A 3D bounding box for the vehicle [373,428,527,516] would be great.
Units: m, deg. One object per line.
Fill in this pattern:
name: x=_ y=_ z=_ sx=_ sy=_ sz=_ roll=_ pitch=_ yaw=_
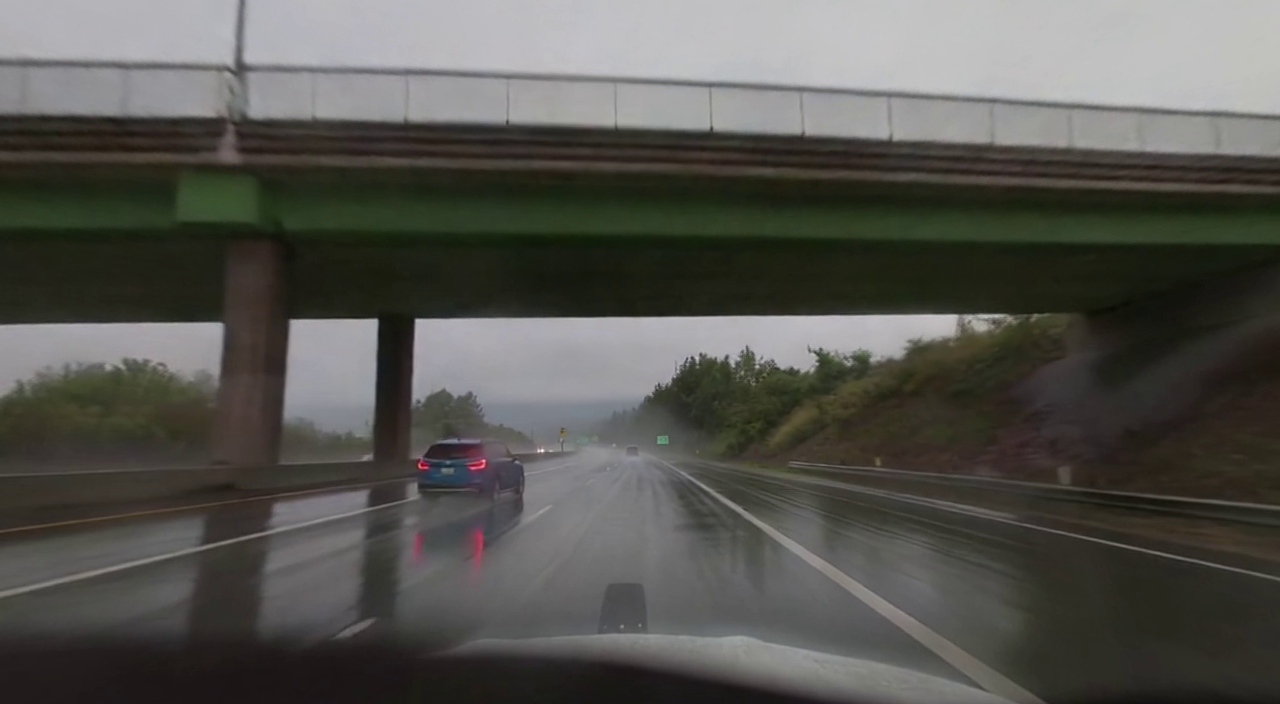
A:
vehicle: x=-4.274 y=2.800 z=15.184 sx=2.221 sy=1.750 sz=4.706 roll=0 pitch=-9 yaw=0
